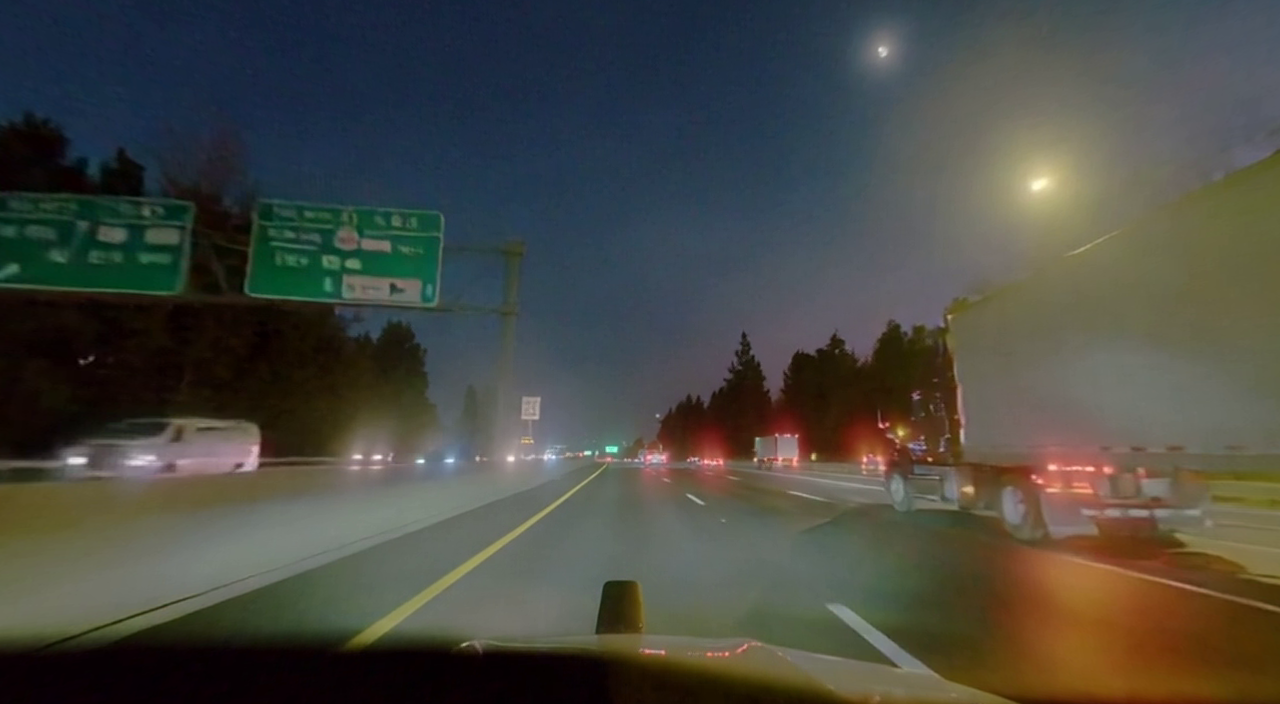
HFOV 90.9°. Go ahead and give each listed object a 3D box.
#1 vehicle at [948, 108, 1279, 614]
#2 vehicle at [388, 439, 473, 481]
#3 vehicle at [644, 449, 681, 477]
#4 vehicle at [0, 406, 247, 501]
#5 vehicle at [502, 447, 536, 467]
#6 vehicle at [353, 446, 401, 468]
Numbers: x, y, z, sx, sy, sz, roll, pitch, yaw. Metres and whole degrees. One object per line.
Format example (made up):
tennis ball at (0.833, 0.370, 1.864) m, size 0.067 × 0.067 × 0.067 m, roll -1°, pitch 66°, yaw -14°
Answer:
vehicle at (6.546, -0.181, 3.433) m, size 2.890 × 4.006 × 14.039 m, roll 0°, pitch -9°, yaw 1°
vehicle at (-8.505, 4.428, 26.021) m, size 1.943 × 1.521 × 4.628 m, roll 0°, pitch -9°, yaw 0°
vehicle at (1.324, 6.728, 38.520) m, size 2.111 × 1.599 × 3.859 m, roll 0°, pitch -9°, yaw 0°
vehicle at (-12.196, 2.426, 15.191) m, size 2.026 × 1.875 × 5.341 m, roll 0°, pitch -9°, yaw -1°
vehicle at (-9.224, 8.053, 48.324) m, size 1.789 × 1.478 × 4.146 m, roll 0°, pitch -9°, yaw -1°
vehicle at (-19.870, 7.903, 47.739) m, size 1.830 × 1.564 × 4.271 m, roll 0°, pitch -9°, yaw -1°
